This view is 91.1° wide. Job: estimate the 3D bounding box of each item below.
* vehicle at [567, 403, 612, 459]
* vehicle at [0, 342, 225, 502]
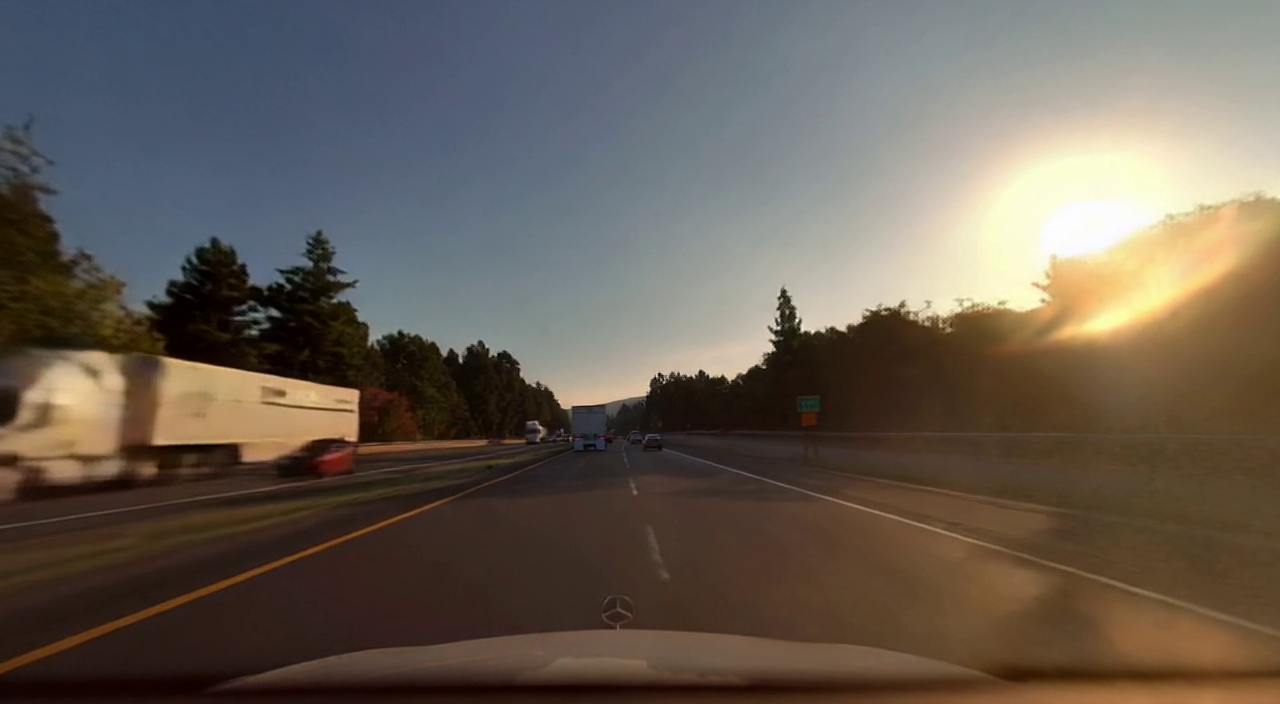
[{"bbox_3d":[-2.985,4.912,38.801,2.450,3.098,6.965,0,-8,-2],"label":"vehicle"},{"bbox_3d":[-15.479,2.063,18.166,2.952,3.869,5.852,0,-8,-3],"label":"vehicle"}]
